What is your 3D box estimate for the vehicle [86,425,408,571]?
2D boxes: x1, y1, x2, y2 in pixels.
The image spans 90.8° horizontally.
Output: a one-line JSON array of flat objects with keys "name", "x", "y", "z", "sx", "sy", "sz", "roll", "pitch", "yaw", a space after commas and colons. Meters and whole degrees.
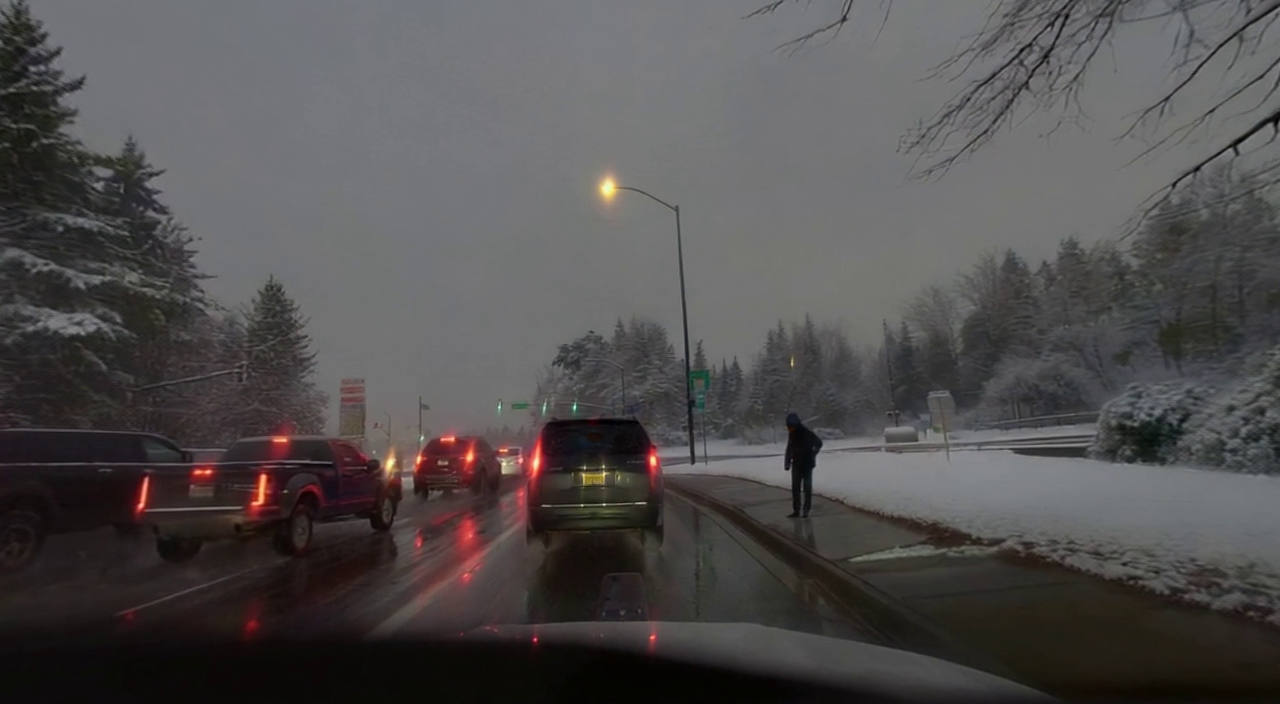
[{"name": "vehicle", "x": -5.406, "y": 2.041, "z": 9.647, "sx": 2.010, "sy": 1.674, "sz": 4.484, "roll": 0, "pitch": -9, "yaw": 0}]

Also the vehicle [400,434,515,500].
[{"name": "vehicle", "x": -5.470, "y": 3.499, "z": 19.636, "sx": 2.188, "sy": 1.774, "sz": 4.477, "roll": 0, "pitch": -9, "yaw": 0}]

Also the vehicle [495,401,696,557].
[{"name": "vehicle", "x": -0.581, "y": 1.822, "z": 9.696, "sx": 2.368, "sy": 1.829, "sz": 4.293, "roll": 0, "pitch": -9, "yaw": -2}]
